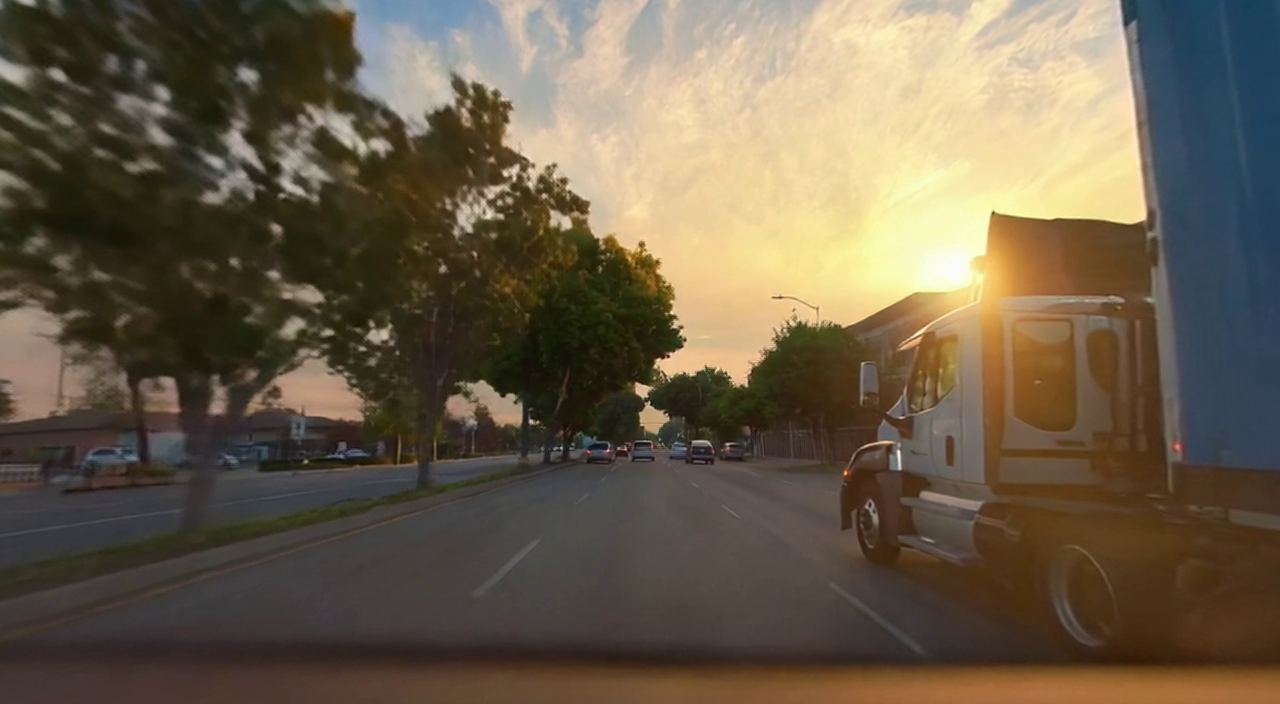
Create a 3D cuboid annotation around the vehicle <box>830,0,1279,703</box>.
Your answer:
[{"bbox_3d":[3.651,-0.198,3.017,3.006,3.679,8.506,0,-8,2],"label":"vehicle"}]

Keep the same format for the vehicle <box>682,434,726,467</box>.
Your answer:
[{"bbox_3d":[3.908,6.125,39.337,2.196,1.908,4.412,0,-8,-1],"label":"vehicle"}]

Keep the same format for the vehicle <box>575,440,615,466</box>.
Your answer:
[{"bbox_3d":[-2.893,6.606,41.376,2.211,1.537,4.666,0,-8,1],"label":"vehicle"}]

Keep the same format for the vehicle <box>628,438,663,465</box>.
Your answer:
[{"bbox_3d":[0.362,6.755,42.873,2.276,1.704,3.925,0,-8,1],"label":"vehicle"}]
